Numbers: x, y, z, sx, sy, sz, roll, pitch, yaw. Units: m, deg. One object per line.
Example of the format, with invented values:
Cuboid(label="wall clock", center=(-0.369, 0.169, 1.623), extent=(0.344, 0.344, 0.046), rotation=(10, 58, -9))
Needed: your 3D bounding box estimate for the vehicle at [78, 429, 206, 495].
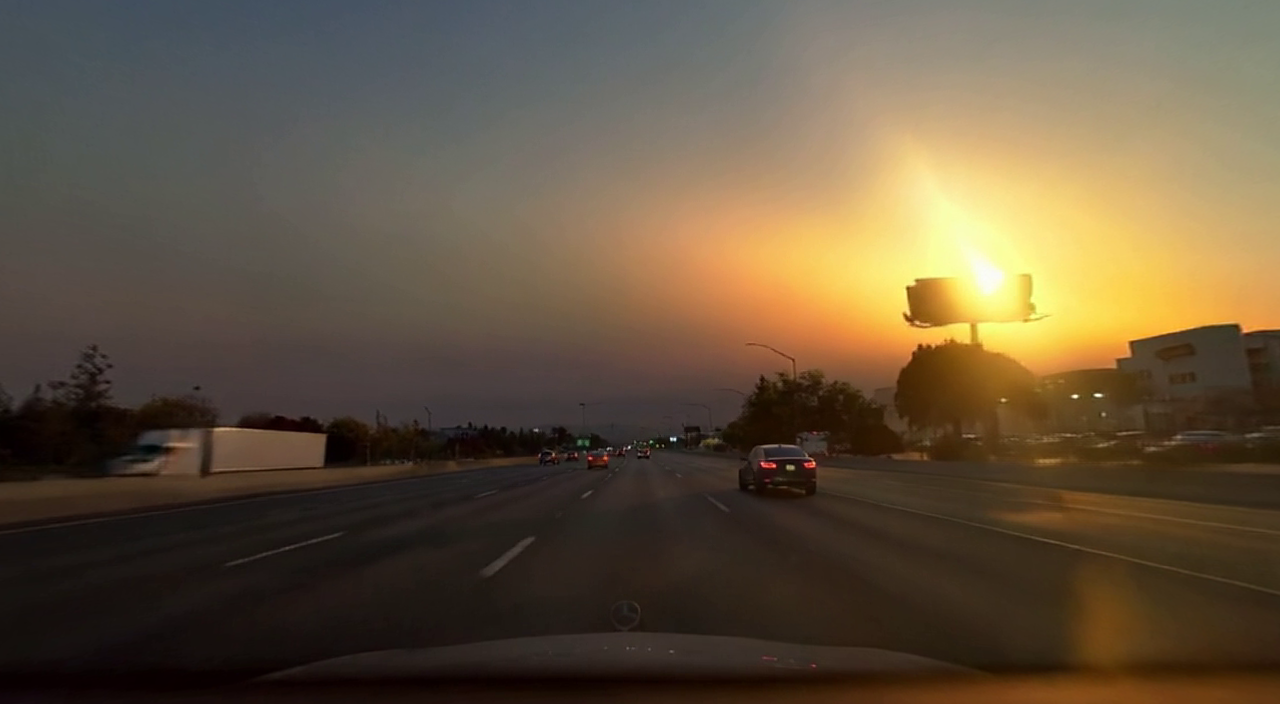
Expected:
Cuboid(label="vehicle", center=(-31.683, 7.005, 40.494), extent=(3.021, 3.822, 6.050), rotation=(-1, -9, 1))

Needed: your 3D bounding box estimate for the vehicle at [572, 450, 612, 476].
Cuboid(label="vehicle", center=(-2.896, 6.847, 39.068), extent=(2.139, 1.510, 4.506), rotation=(0, -9, 0))

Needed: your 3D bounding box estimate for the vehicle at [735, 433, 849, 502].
Cuboid(label="vehicle", center=(4.277, 3.352, 18.653), extent=(2.109, 1.764, 4.704), rotation=(0, -9, -1))
